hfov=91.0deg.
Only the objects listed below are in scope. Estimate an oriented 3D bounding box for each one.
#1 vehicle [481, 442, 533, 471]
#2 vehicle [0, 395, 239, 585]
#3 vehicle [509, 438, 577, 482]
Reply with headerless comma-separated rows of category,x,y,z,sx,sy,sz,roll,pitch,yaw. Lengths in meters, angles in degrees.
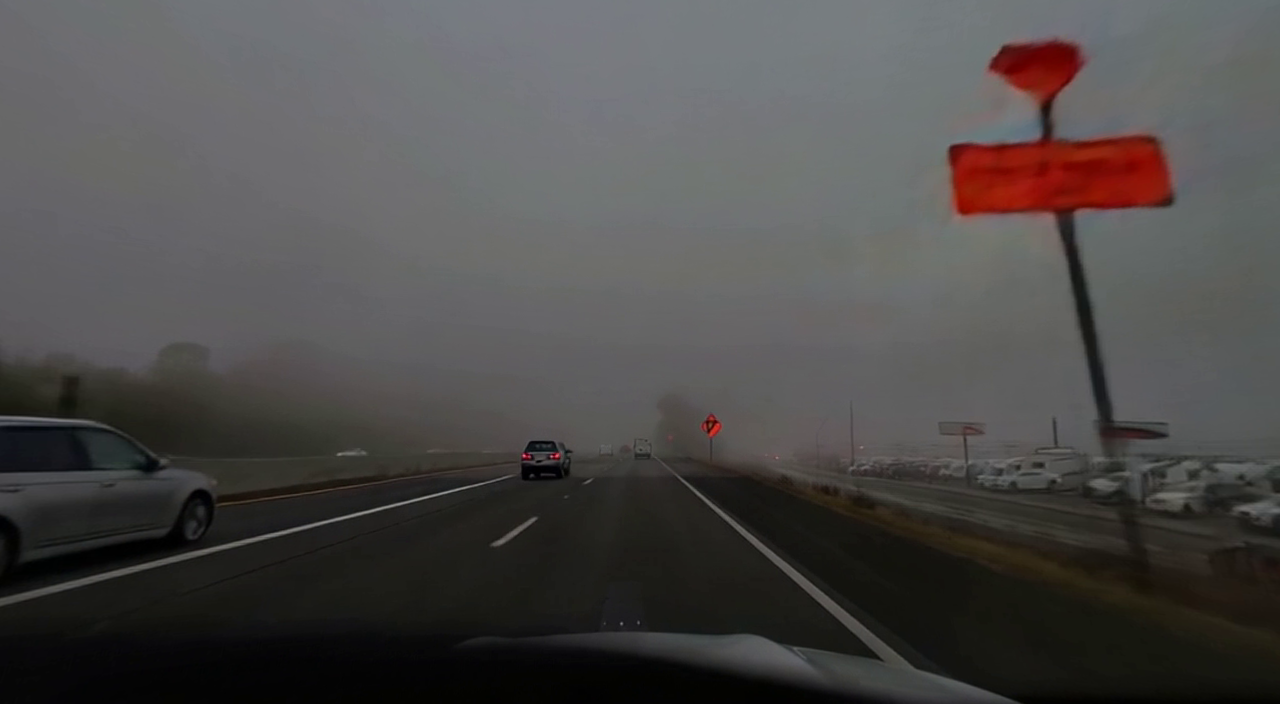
vehicle,-7.527,5.985,36.178,1.991,1.538,4.360,0,-8,1
vehicle,-7.225,1.429,6.806,2.159,1.807,5.422,0,-8,1
vehicle,-3.953,4.476,26.333,2.070,1.665,4.213,0,-8,1
